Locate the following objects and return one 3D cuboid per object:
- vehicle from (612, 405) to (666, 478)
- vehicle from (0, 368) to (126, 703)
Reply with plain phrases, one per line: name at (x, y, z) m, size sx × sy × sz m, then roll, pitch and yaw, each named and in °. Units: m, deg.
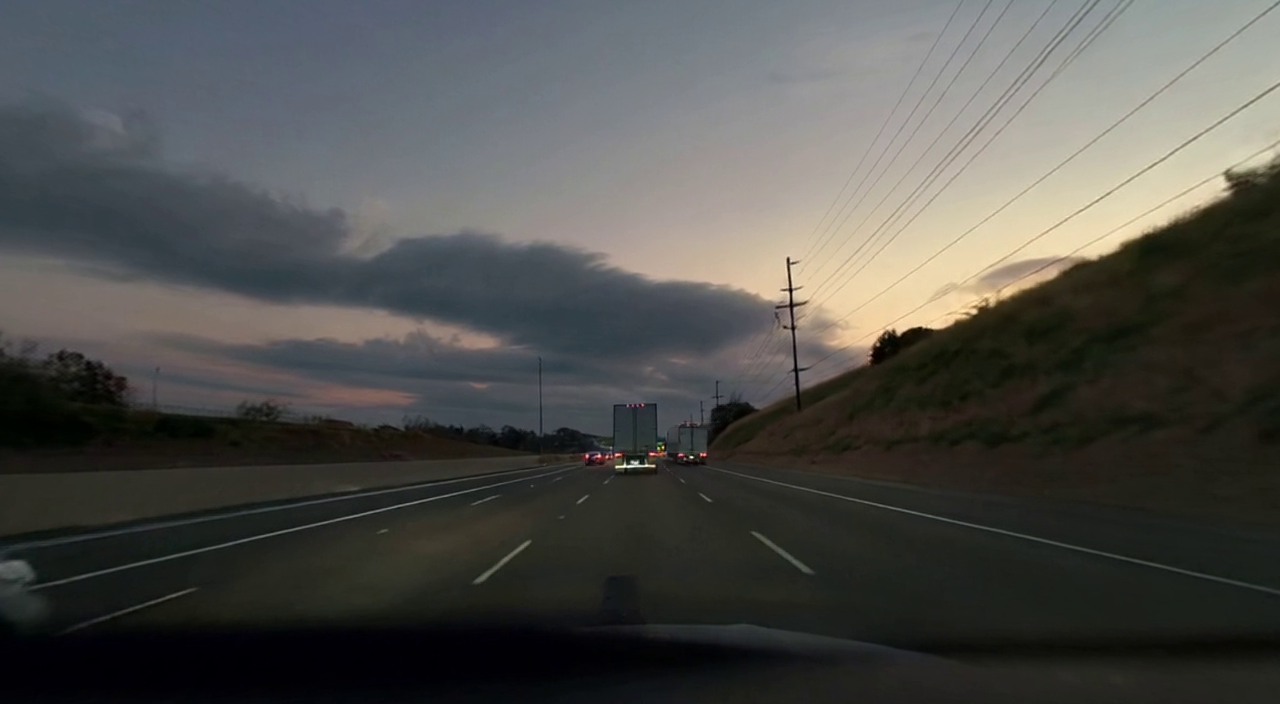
vehicle at (-0.073, 5.786, 40.455) m, size 2.985 × 4.025 × 10.982 m, roll 0°, pitch -9°, yaw 0°
vehicle at (-3.851, 0.681, 1.240) m, size 2.050 × 1.679 × 4.253 m, roll 0°, pitch -9°, yaw 0°
